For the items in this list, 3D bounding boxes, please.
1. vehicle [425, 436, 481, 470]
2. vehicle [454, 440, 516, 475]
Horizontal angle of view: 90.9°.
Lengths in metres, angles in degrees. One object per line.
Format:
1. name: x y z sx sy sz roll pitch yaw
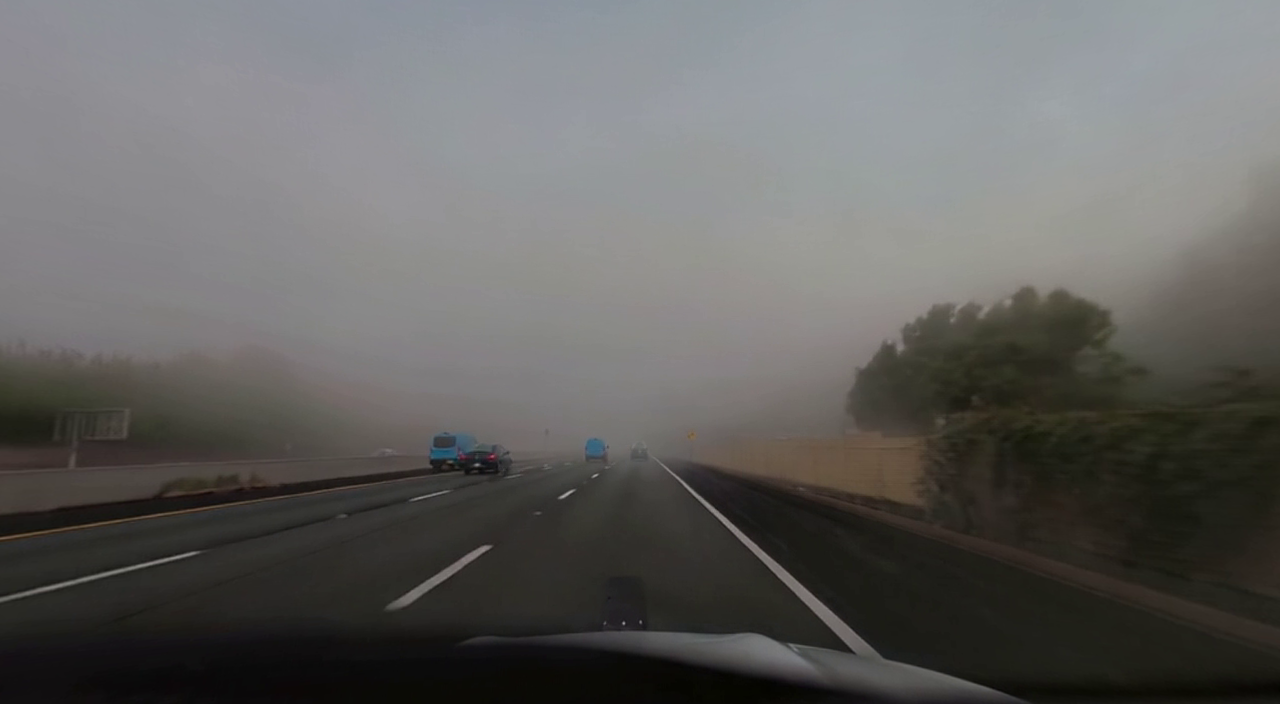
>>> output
1. vehicle: -11.087 6.012 37.735 1.977 1.870 4.525 0 -8 0
2. vehicle: -7.586 5.207 31.322 2.014 1.598 4.015 0 -8 1
